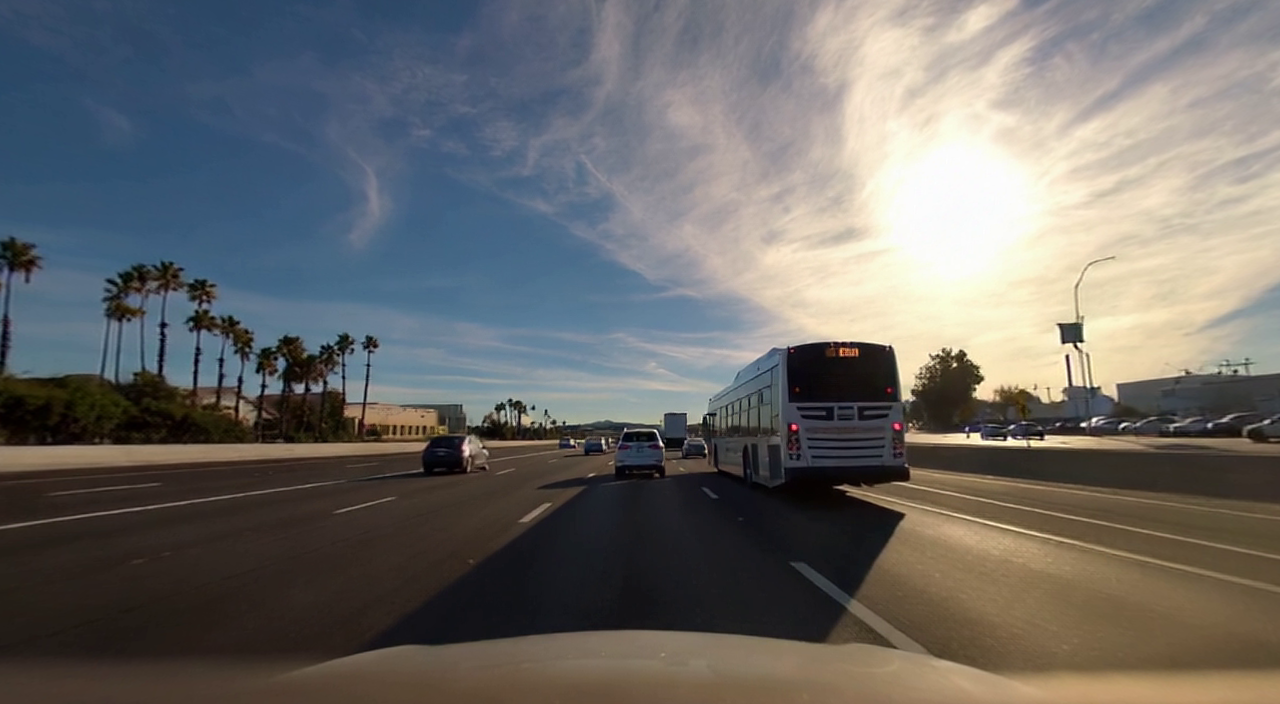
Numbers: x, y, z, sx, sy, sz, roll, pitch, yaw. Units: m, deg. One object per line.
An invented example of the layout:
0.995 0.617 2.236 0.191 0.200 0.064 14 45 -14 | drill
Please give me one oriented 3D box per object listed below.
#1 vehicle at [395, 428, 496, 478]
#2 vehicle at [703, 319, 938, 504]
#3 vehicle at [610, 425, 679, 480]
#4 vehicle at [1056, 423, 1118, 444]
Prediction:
-7.377 3.915 24.508 2.291 1.729 4.879 0 -8 1 | vehicle
4.194 2.184 19.402 3.020 3.622 14.302 0 -8 0 | vehicle
0.167 3.606 22.759 2.268 1.796 4.280 0 -8 0 | vehicle
32.450 5.978 45.812 1.795 1.481 3.986 -1 -9 5 | vehicle
